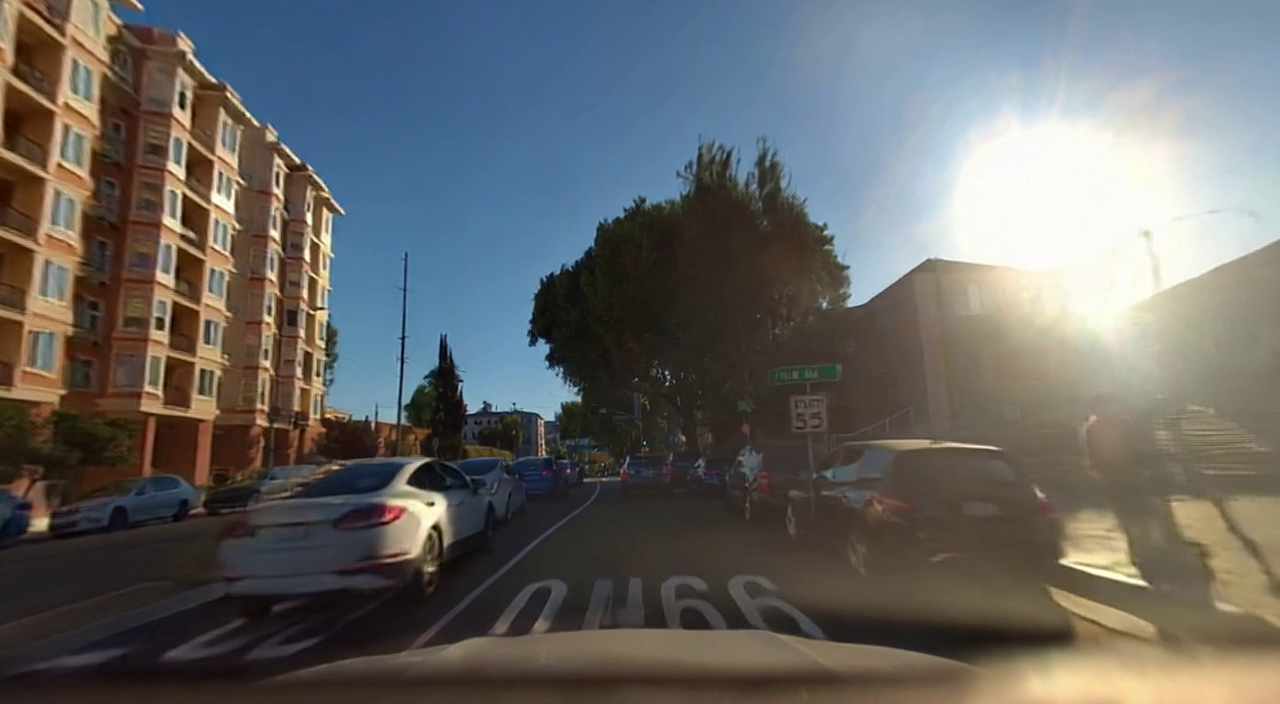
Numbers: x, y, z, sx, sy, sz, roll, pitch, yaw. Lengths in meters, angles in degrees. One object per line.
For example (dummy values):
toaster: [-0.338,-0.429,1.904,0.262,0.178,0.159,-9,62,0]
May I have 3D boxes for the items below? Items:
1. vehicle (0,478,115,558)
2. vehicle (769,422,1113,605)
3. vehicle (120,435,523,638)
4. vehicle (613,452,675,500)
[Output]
vehicle: [-13.880,3.514,13.283,1.752,1.479,4.575,0,-8,0]
vehicle: [2.946,1.670,7.481,1.933,1.501,4.349,0,-8,0]
vehicle: [-2.778,1.703,6.985,2.109,1.477,4.509,0,-8,0]
vehicle: [0.089,4.370,22.597,2.026,1.496,3.701,0,-8,-2]
